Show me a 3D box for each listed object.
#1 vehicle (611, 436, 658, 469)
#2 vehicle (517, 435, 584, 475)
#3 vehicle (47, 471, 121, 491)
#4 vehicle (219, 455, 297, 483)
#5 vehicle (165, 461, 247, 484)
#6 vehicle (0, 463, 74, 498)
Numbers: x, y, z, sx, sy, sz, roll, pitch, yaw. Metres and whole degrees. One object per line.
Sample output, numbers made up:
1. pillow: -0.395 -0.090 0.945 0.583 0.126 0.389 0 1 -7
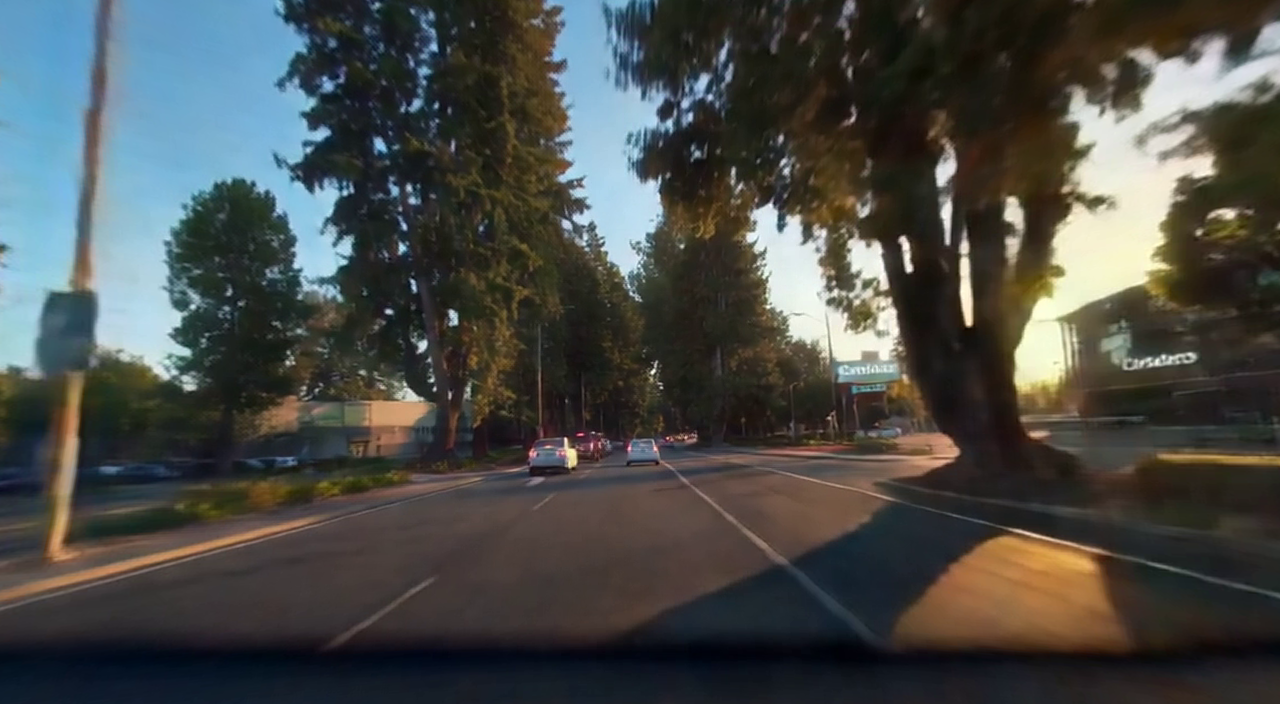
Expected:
1. vehicle: -0.262 4.817 30.541 2.126 1.475 3.967 0 -8 -1
2. vehicle: -3.638 4.273 26.431 2.139 1.487 4.453 0 -8 0
3. vehicle: -41.623 9.647 47.314 3.902 1.412 1.716 0 -8 1
4. vehicle: -28.798 8.808 47.749 4.586 1.682 2.003 -3 -8 -4
5. vehicle: -29.229 8.093 42.599 4.193 1.435 1.770 0 -8 0
6. vehicle: -28.743 5.857 28.814 3.942 1.471 1.859 0 -8 -1
